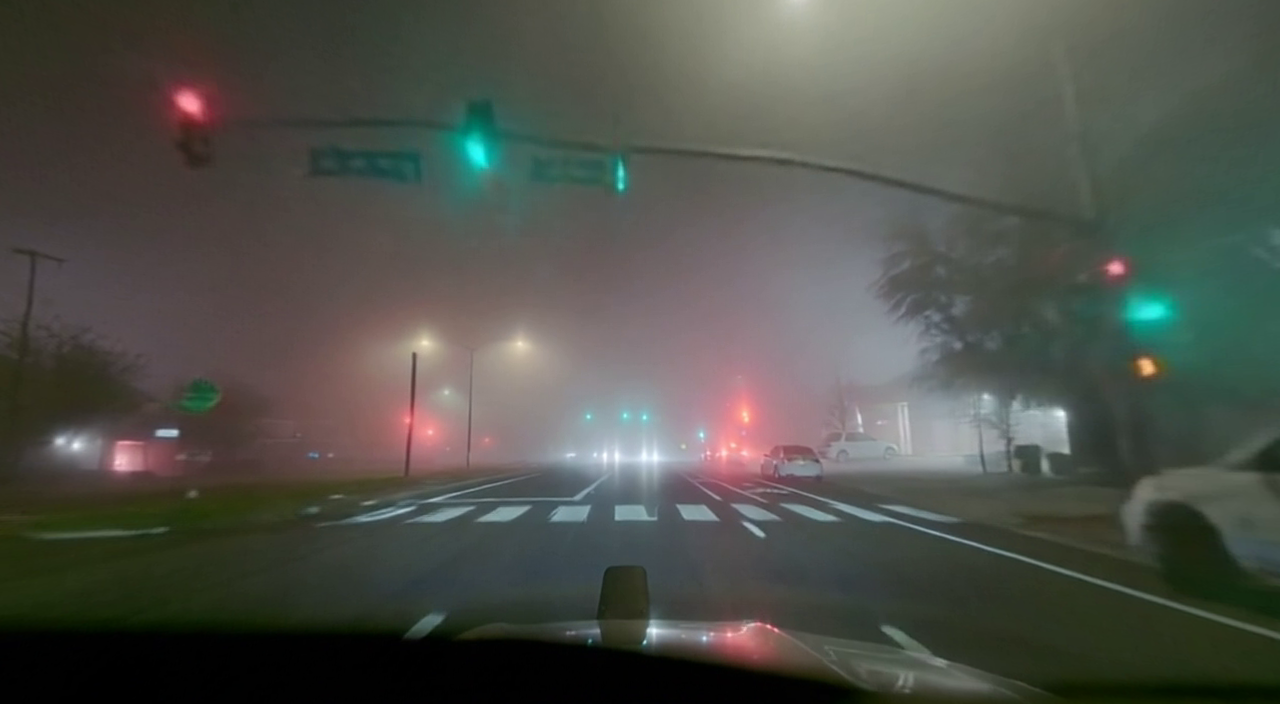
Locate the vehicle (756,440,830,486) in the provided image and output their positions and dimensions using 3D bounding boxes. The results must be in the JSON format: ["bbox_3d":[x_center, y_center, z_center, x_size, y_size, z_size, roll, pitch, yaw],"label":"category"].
[{"bbox_3d":[6.000,4.351,25.171,1.955,1.679,3.890,0,-8,0],"label":"vehicle"}]

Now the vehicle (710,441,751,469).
[{"bbox_3d":[6.052,6.938,42.701,2.069,1.776,4.797,0,-8,0],"label":"vehicle"}]

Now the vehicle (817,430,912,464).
[{"bbox_3d":[12.747,5.446,36.063,4.571,1.827,2.260,1,-9,-1],"label":"vehicle"}]

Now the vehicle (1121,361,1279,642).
[{"bbox_3d":[5.774,0.918,3.347,2.182,2.019,5.247,0,-8,-1],"label":"vehicle"}]
